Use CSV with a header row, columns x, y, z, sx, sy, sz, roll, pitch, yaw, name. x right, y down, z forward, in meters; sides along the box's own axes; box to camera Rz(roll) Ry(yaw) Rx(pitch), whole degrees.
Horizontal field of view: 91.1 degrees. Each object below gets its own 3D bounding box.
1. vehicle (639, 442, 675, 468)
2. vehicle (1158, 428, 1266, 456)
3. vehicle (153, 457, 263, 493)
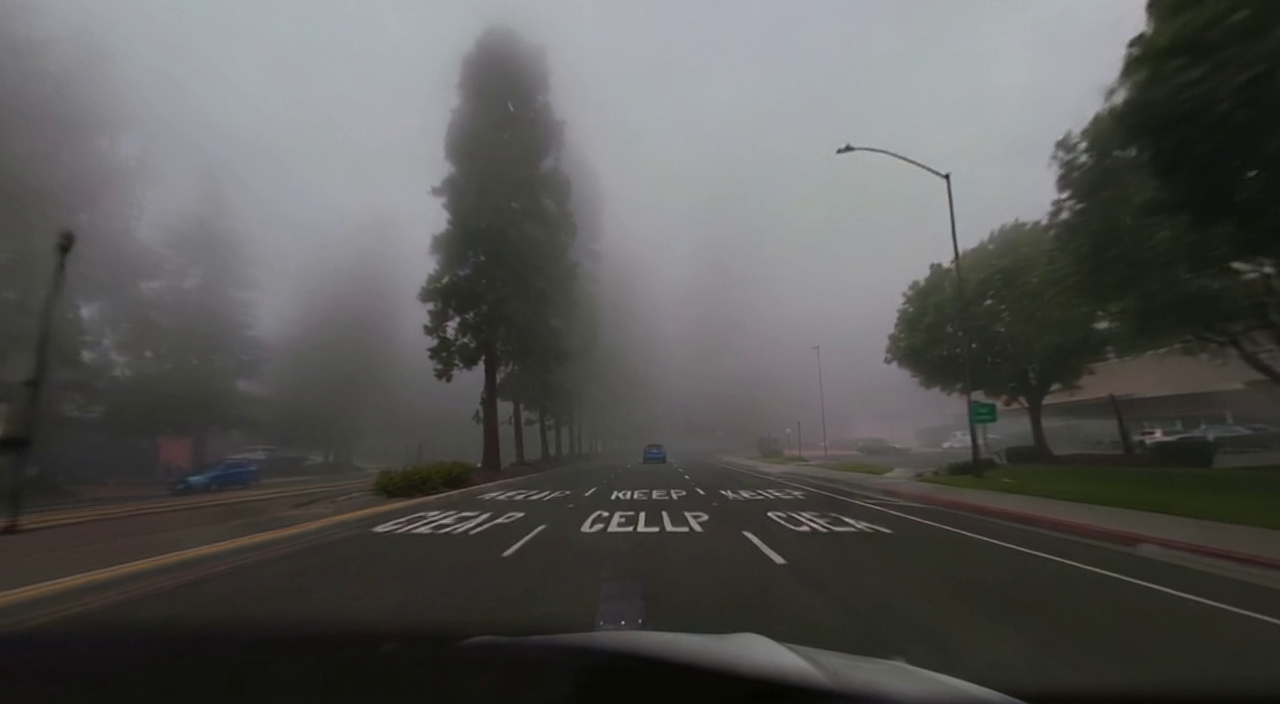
x,y,z,sx,sy,sz,roll,pitch,yaw,name
1.054,6.465,39.490,2.144,1.505,4.128,0,-9,1,vehicle
31.714,5.005,34.888,4.002,1.501,2.000,0,-9,0,vehicle
-20.198,5.729,29.621,1.885,1.464,4.525,0,-9,2,vehicle
